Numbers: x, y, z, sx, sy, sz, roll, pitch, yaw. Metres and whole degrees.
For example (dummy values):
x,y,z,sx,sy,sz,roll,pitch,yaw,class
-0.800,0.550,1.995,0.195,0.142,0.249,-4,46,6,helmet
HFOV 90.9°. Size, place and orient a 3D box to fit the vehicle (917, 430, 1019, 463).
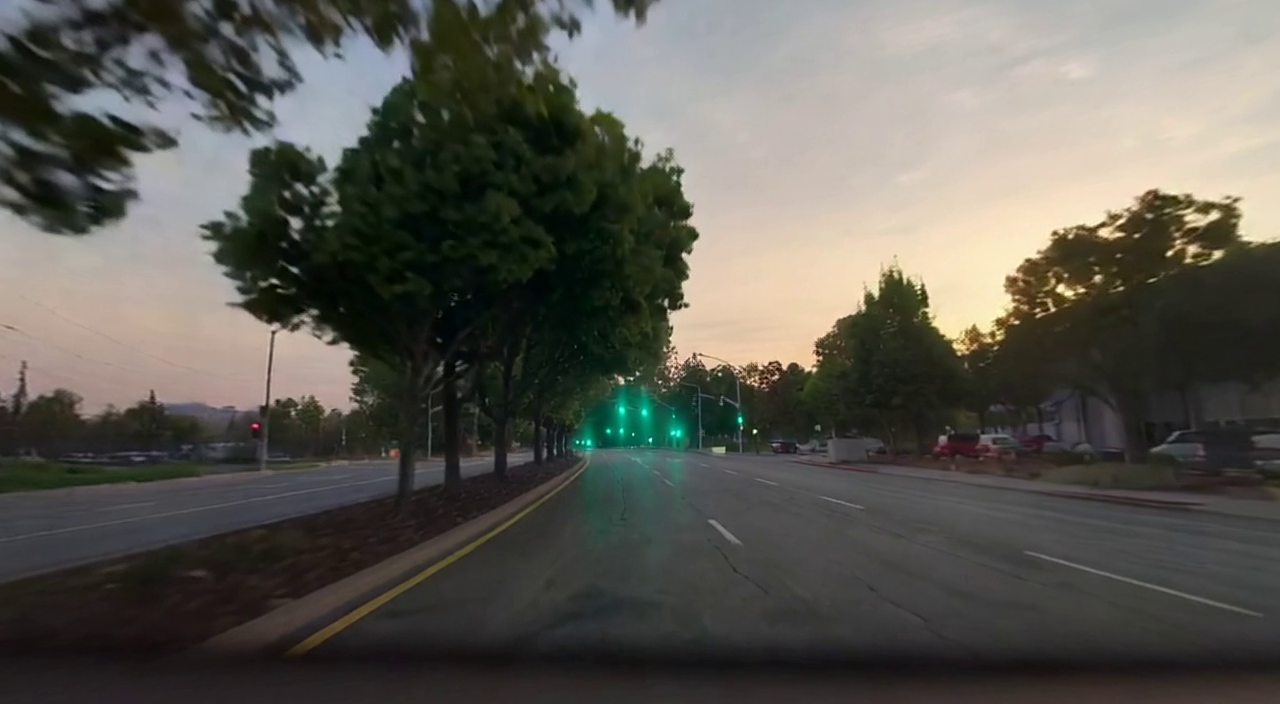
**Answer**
x,y,z,sx,sy,sz,roll,pitch,yaw,class
18.201,5.300,35.308,2.084,1.675,4.966,3,-9,-17,vehicle
